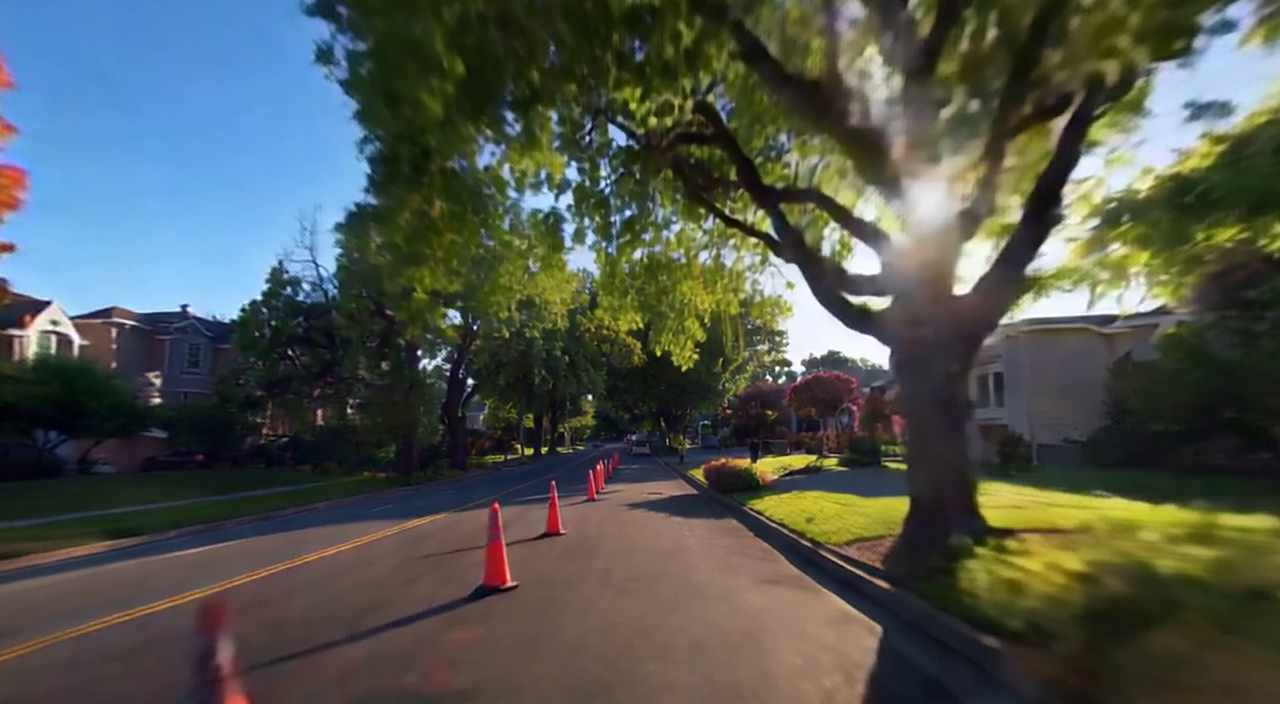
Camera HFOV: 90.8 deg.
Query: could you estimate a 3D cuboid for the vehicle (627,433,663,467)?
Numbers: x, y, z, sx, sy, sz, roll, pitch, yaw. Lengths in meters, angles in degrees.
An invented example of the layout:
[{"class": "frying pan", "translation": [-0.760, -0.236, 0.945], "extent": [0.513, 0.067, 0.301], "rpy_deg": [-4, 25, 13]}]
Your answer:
[{"class": "vehicle", "translation": [0.244, 6.242, 40.195], "extent": [2.169, 2.015, 5.206], "rpy_deg": [0, -9, -1]}]
